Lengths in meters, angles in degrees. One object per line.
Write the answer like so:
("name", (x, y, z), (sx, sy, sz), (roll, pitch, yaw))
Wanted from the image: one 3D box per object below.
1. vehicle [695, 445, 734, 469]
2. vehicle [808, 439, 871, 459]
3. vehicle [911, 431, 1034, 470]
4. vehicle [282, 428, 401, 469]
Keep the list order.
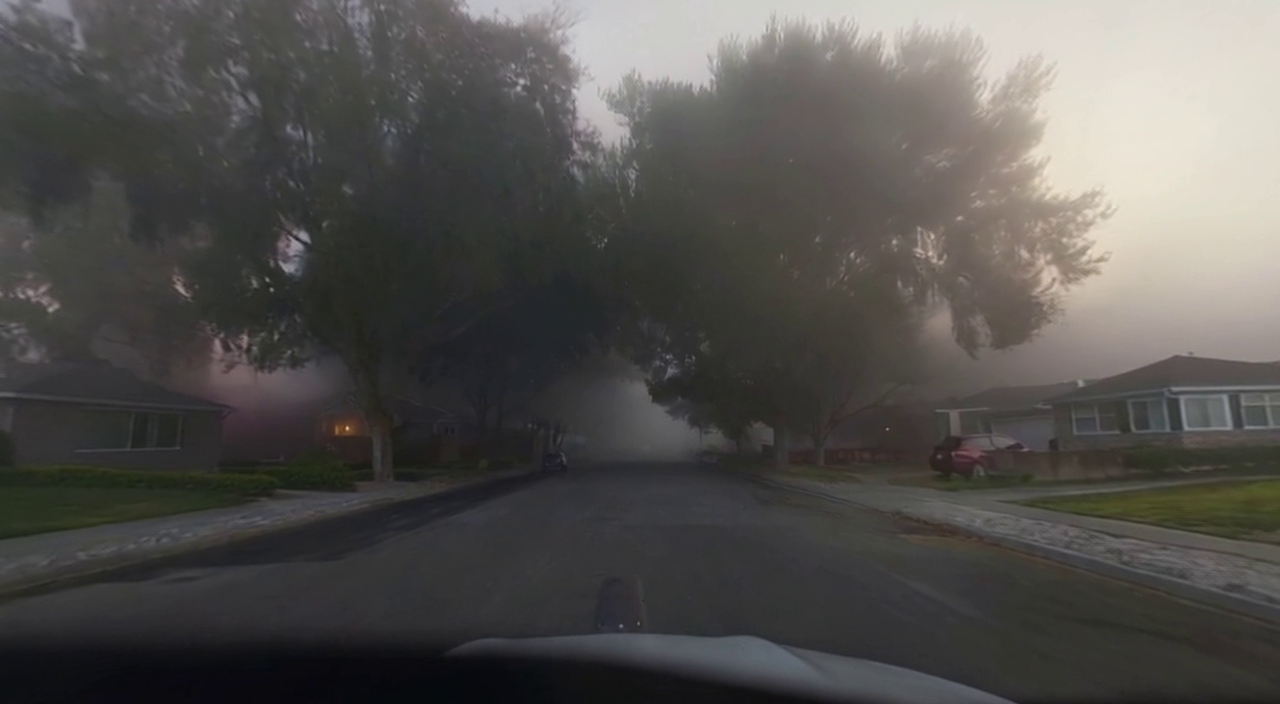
("vehicle", (4.723, 6.695, 40.562), (1.893, 1.454, 4.219), (0, -8, -1))
("vehicle", (15.102, 7.329, 47.814), (4.517, 1.482, 1.994), (5, -10, -30))
("vehicle", (14.372, 4.224, 27.430), (4.391, 1.555, 1.953), (1, -7, -11))
("vehicle", (-15.231, 4.979, 32.380), (5.003, 1.805, 2.041), (10, -12, -37))
